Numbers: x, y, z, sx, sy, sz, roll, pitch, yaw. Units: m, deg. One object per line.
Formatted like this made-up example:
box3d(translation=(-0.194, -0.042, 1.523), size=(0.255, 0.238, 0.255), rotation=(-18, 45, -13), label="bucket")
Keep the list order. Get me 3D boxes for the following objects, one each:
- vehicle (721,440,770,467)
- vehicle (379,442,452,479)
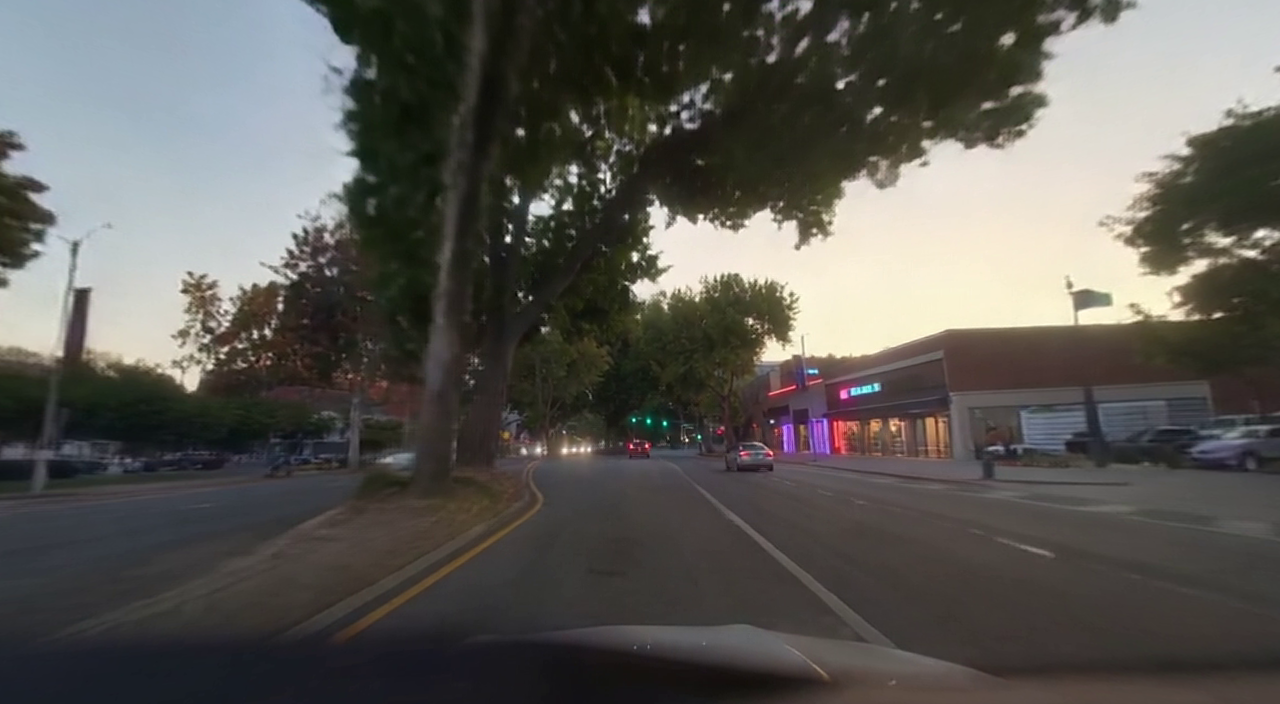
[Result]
box3d(translation=(6.238, 6.038, 37.866), size=(2.024, 1.475, 4.600), rotation=(0, -8, -2), label="vehicle")
box3d(translation=(-9.817, 4.739, 27.956), size=(1.676, 1.469, 4.362), rotation=(0, -8, -1), label="vehicle")
